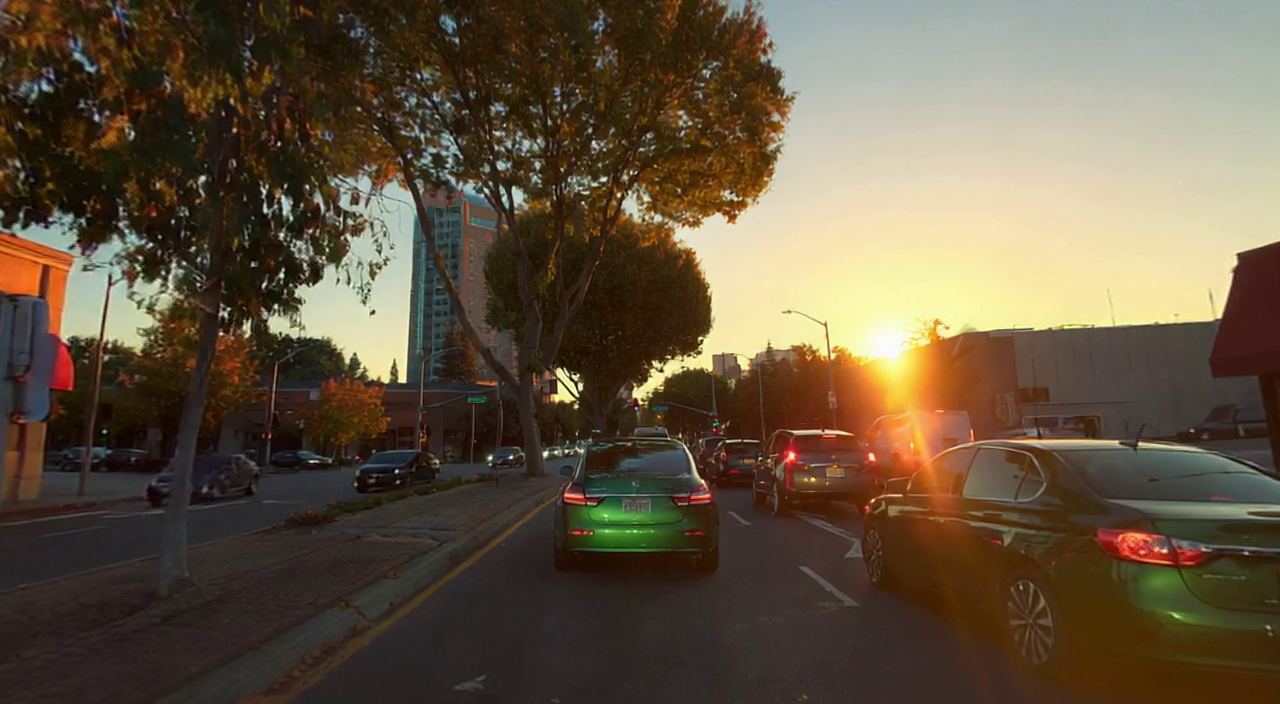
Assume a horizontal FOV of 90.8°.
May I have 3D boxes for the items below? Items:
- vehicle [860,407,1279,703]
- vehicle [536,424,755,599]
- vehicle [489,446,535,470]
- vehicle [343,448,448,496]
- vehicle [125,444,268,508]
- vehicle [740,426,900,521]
[{"bbox_3d":[3.308,1.256,4.468,1.988,1.480,4.195,0,-9,0],"label":"vehicle"},{"bbox_3d":[0.035,1.650,7.299,1.887,1.487,3.535,0,-9,0],"label":"vehicle"},{"bbox_3d":[-8.461,7.064,42.229,2.169,1.477,4.168,0,-9,0],"label":"vehicle"},{"bbox_3d":[-8.170,4.019,21.583,1.850,1.417,4.321,0,-9,0],"label":"vehicle"},{"bbox_3d":[-13.973,3.866,20.281,2.072,1.773,4.329,1,-9,-11],"label":"vehicle"},{"bbox_3d":[3.534,2.477,13.403,2.025,1.660,4.263,0,-9,-1],"label":"vehicle"}]
